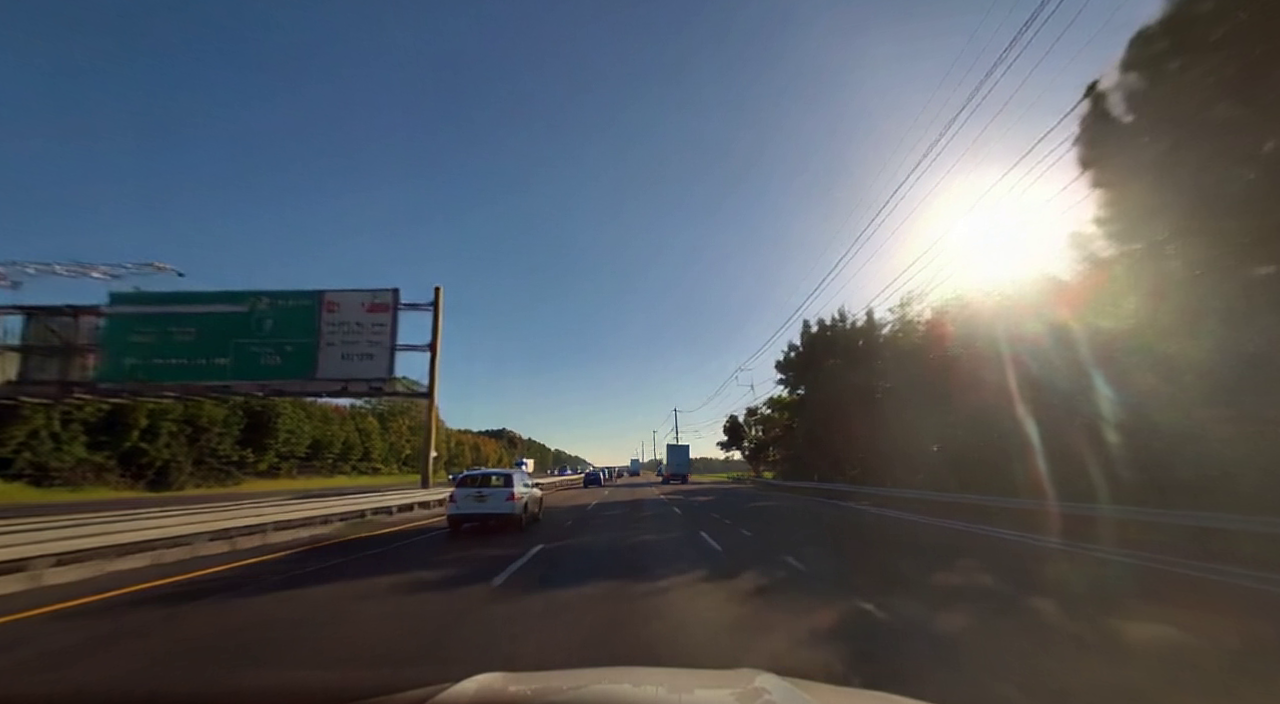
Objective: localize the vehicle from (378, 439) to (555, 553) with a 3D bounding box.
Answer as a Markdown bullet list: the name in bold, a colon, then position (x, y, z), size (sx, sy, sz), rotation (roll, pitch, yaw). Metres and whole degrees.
- **vehicle**: position (-3.007, 2.662, 12.084), size (2.065, 1.722, 4.441), rotation (1, -11, 0)

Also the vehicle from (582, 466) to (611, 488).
- **vehicle**: position (-3.352, 9.817, 49.475), size (1.942, 1.597, 3.943), rotation (1, -11, 0)
